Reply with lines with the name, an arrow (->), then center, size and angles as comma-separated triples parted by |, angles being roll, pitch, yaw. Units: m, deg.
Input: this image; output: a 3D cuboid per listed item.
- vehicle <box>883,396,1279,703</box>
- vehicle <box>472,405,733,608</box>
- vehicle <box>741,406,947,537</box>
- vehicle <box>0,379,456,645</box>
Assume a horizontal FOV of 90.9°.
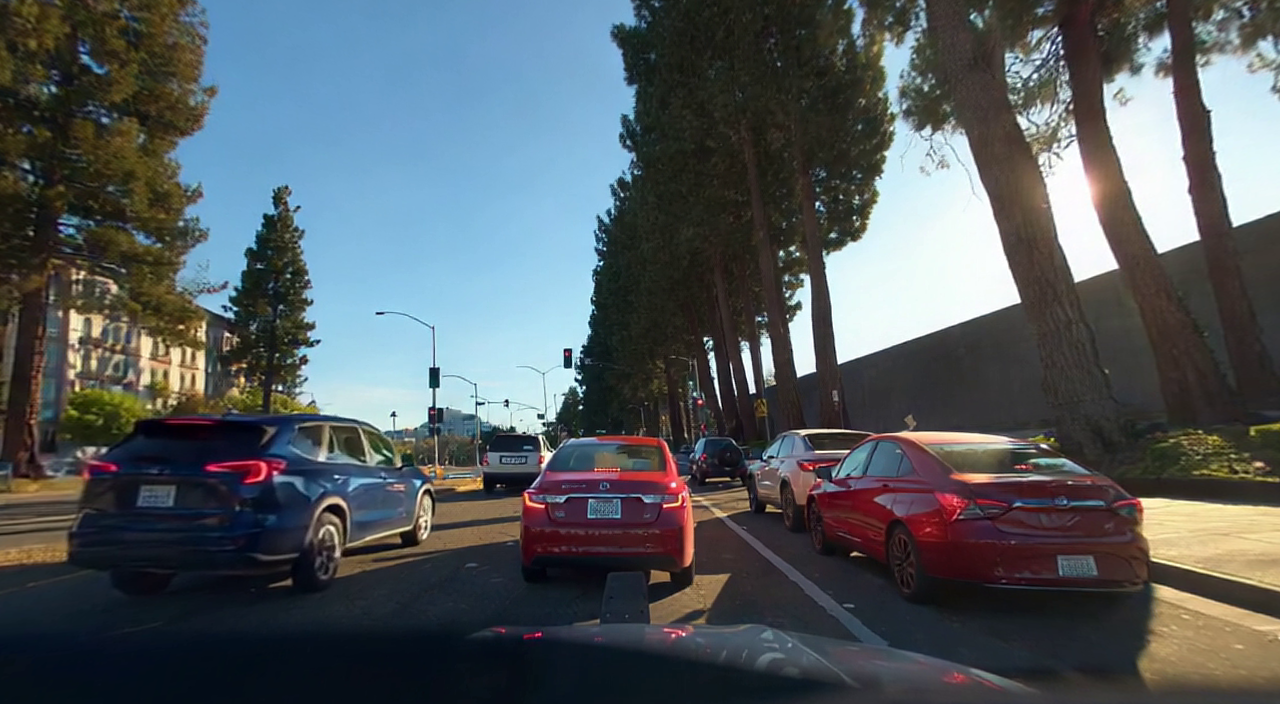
vehicle -> 3.250, 1.068, 3.393 | 2.045, 1.459, 4.462 | 0, -8, -1
vehicle -> -0.353, 1.585, 7.427 | 2.114, 1.631, 4.459 | 0, -8, -1
vehicle -> 3.340, 2.085, 11.539 | 2.117, 1.879, 4.715 | 0, -8, -1
vehicle -> -3.750, 1.386, 6.566 | 2.141, 1.718, 4.809 | 0, -8, 1
